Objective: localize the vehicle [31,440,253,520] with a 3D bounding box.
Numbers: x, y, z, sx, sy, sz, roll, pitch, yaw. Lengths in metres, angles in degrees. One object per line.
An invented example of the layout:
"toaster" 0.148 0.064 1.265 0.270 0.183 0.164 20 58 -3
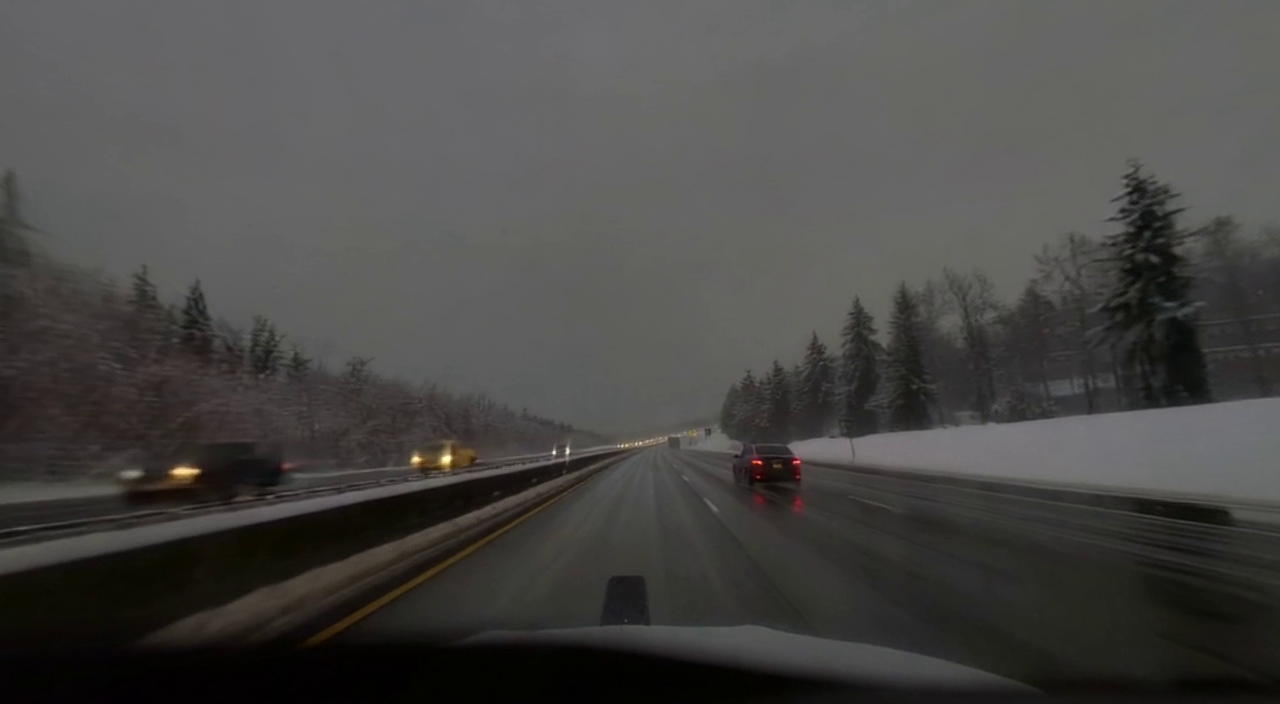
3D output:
"vehicle" -12.788 3.248 16.674 2.052 1.784 4.583 0 -8 1

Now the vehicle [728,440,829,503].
"vehicle" 3.415 2.988 16.227 1.683 1.400 3.868 0 -8 -1

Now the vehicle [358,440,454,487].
"vehicle" -9.117 4.351 24.964 2.060 1.654 4.362 0 -8 1
